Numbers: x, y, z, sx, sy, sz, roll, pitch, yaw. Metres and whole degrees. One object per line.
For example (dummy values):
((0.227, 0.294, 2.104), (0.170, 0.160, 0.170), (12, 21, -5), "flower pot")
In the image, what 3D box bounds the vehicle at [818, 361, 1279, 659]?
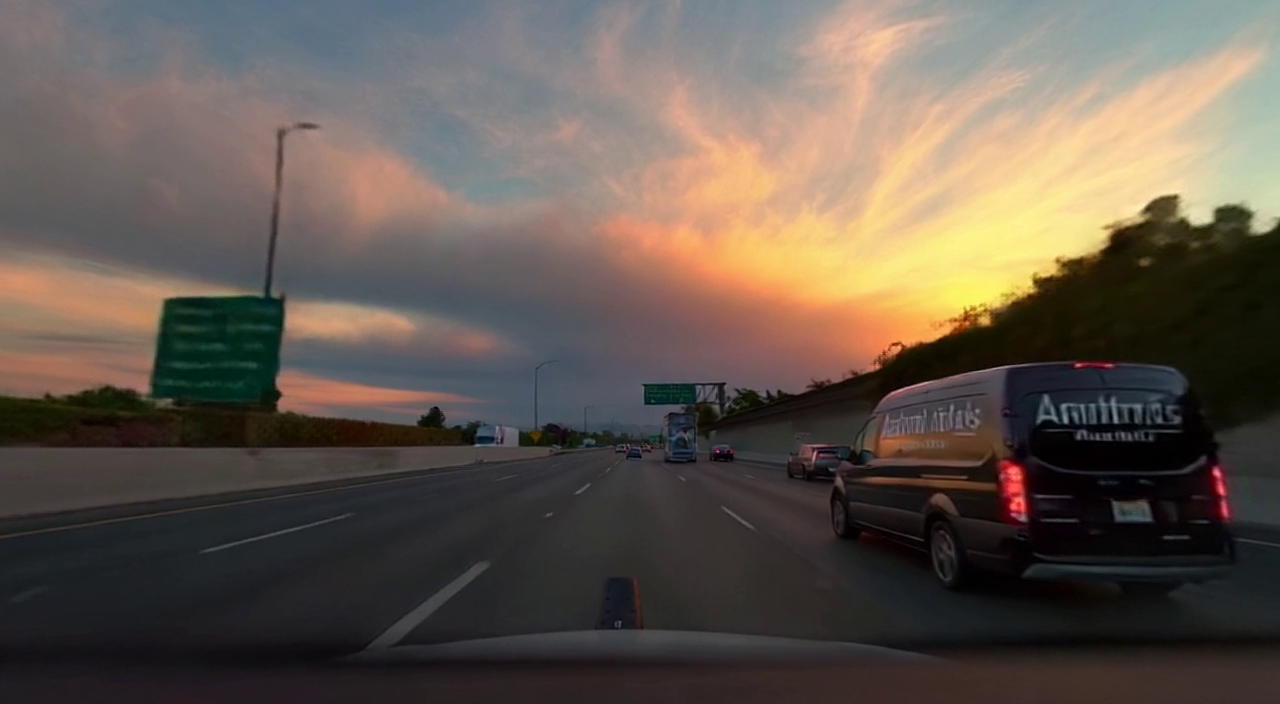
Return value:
((3.630, 1.379, 6.609), (2.035, 1.931, 4.841), (0, -9, -1), "vehicle")
